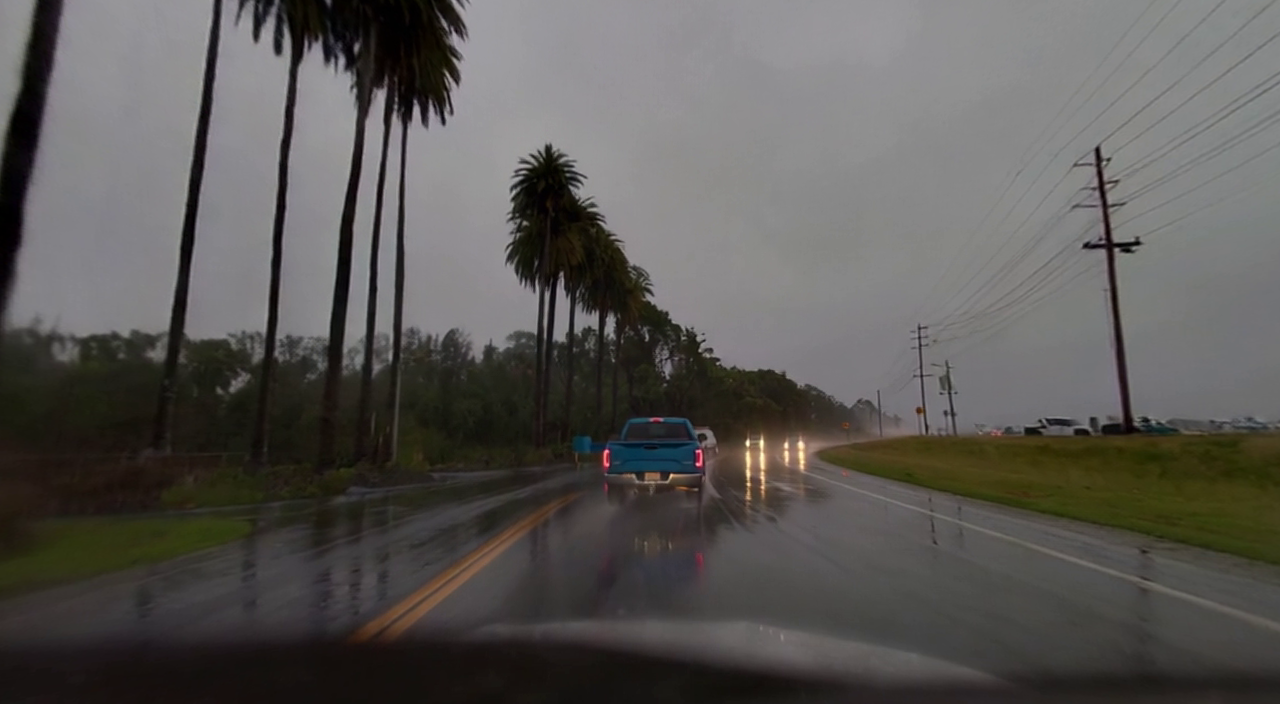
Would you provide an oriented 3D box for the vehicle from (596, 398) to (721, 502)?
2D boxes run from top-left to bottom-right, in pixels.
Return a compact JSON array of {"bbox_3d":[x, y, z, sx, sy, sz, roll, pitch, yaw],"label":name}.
[{"bbox_3d":[0.539,2.569,16.735,2.693,2.223,5.885,-1,-8,3],"label":"vehicle"}]
